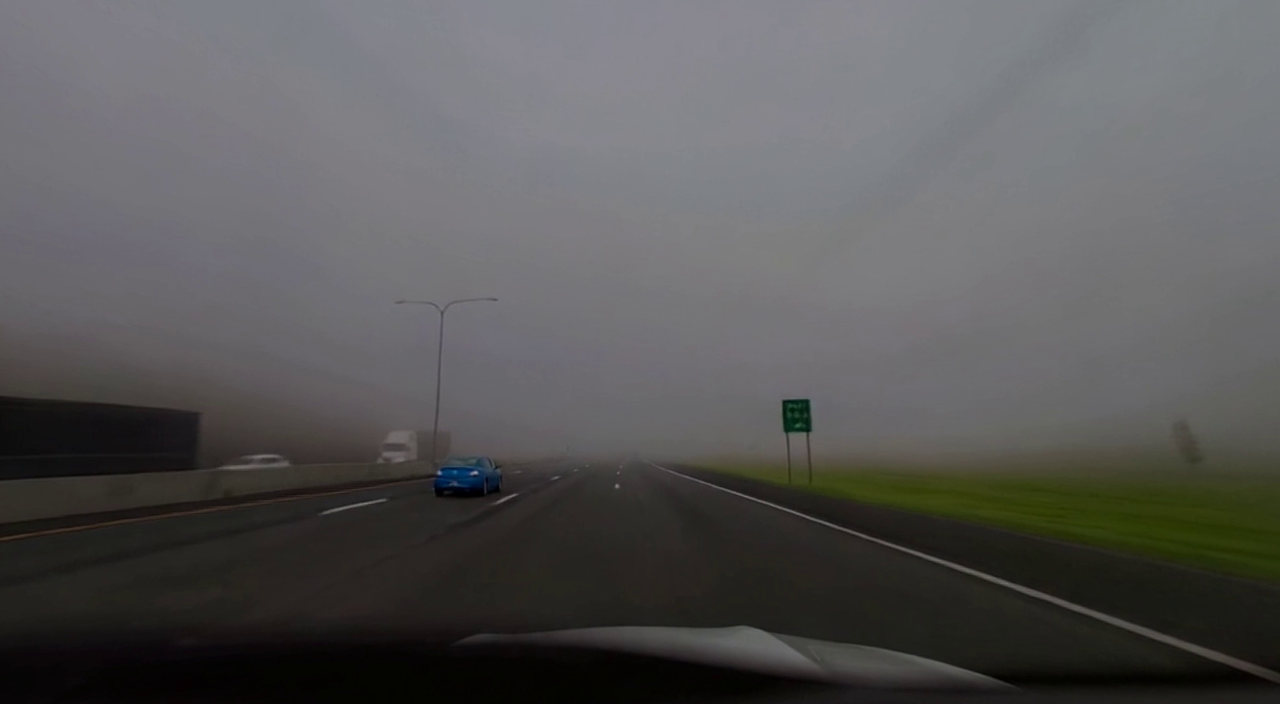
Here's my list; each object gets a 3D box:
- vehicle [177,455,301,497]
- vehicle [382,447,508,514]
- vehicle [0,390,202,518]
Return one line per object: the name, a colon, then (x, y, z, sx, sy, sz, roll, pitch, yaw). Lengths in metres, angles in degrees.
vehicle: (-14.176, 4.370, 22.614, 1.915, 1.320, 3.976, 0, -9, -1)
vehicle: (-4.934, 3.284, 16.606, 2.121, 1.537, 3.852, 0, -9, -1)
vehicle: (-22.050, 3.644, 22.618, 2.901, 4.037, 14.315, 0, -9, -2)
